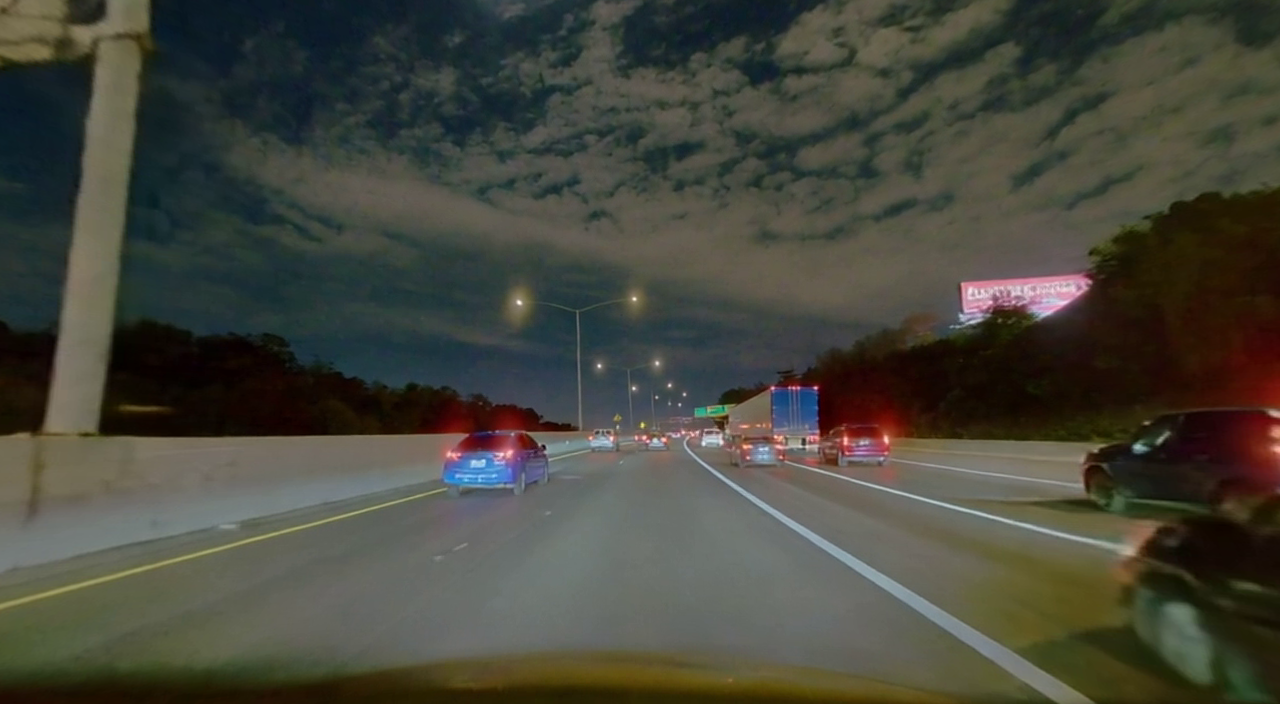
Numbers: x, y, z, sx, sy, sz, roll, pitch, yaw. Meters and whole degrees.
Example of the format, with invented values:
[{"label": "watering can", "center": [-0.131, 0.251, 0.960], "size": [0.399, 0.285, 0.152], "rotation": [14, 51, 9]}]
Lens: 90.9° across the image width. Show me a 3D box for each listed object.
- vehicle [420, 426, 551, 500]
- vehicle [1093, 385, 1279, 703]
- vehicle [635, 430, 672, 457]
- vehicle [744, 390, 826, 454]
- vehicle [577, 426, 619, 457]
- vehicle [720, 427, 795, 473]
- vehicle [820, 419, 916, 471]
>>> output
[{"label": "vehicle", "center": [-3.457, 2.577, 15.079], "size": [1.914, 1.476, 4.416], "rotation": [-1, -8, 2]}, {"label": "vehicle", "center": [3.421, 0.709, 1.291], "size": [1.933, 1.492, 4.125], "rotation": [-1, -8, 1]}, {"label": "vehicle", "center": [0.790, 5.309, 36.497], "size": [2.040, 1.461, 3.984], "rotation": [-1, -8, 1]}, {"label": "vehicle", "center": [9.587, 5.075, 43.739], "size": [3.007, 3.725, 13.835], "rotation": [-1, -8, 3]}, {"label": "vehicle", "center": [-2.450, 5.345, 37.649], "size": [2.006, 1.741, 4.277], "rotation": [-1, -8, 3]}, {"label": "vehicle", "center": [4.209, 3.597, 23.355], "size": [1.933, 1.503, 4.520], "rotation": [0, -8, 0]}, {"label": "vehicle", "center": [8.533, 3.539, 24.097], "size": [2.072, 1.761, 4.461], "rotation": [-1, -8, 1]}]
